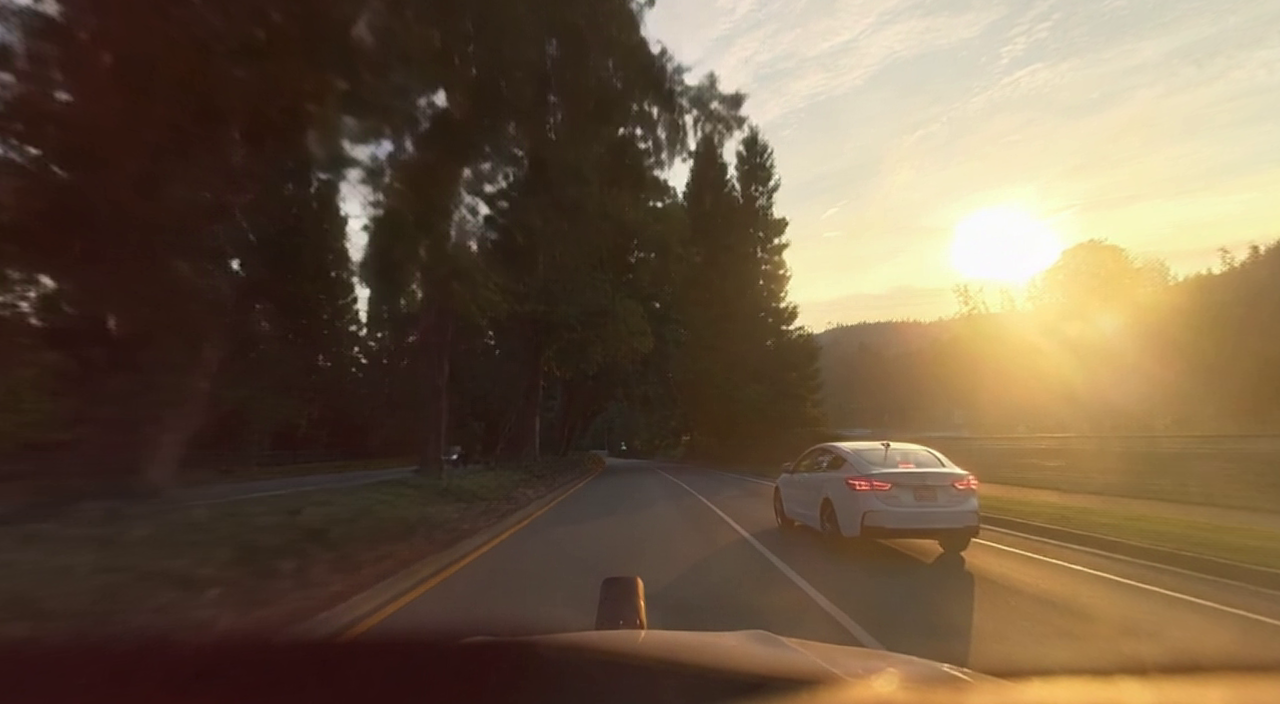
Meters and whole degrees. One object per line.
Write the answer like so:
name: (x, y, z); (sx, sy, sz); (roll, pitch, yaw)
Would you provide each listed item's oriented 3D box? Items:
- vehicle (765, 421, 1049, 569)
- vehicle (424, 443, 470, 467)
vehicle: (3.379, 1.914, 9.245); (2.060, 1.584, 4.592); (0, -9, -1)
vehicle: (-13.990, 7.488, 46.064); (1.978, 1.660, 4.462); (0, -9, -1)
